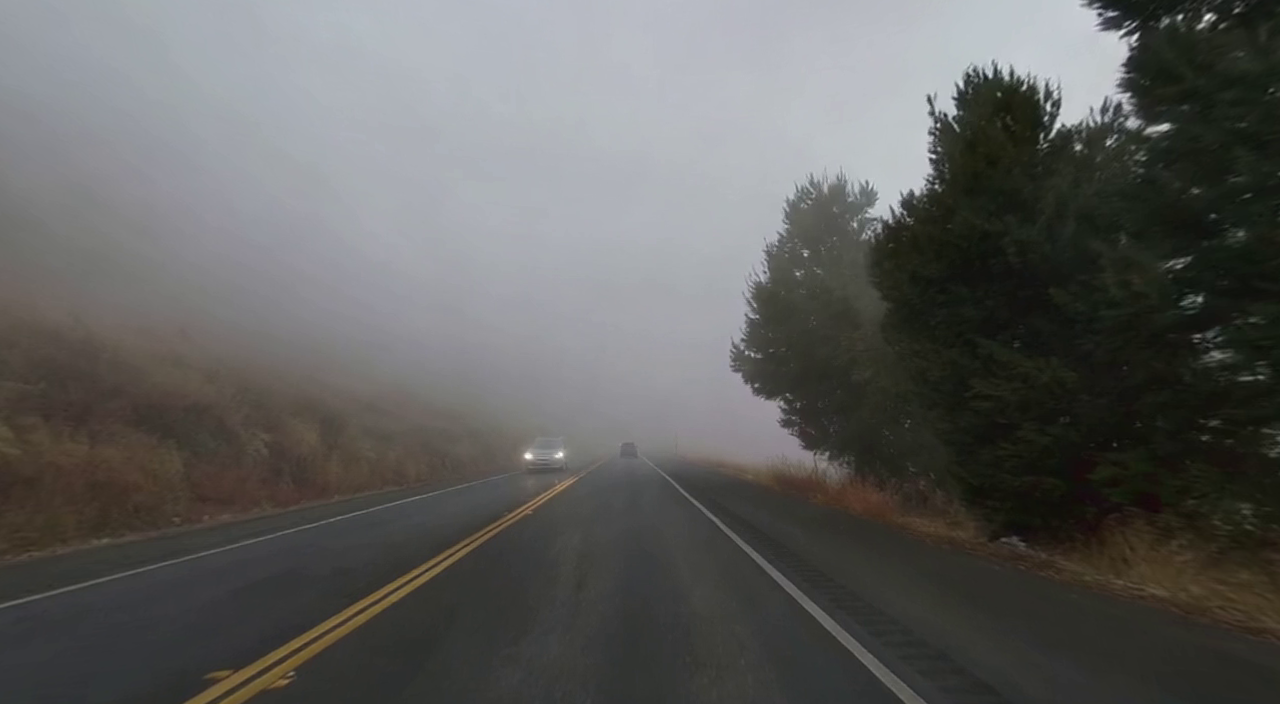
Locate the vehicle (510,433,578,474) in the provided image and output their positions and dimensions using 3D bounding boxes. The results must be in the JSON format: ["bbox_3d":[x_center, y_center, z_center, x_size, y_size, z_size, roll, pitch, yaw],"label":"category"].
[{"bbox_3d":[-4.645,5.021,31.421,2.695,1.840,4.689,0,-9,-1],"label":"vehicle"}]
